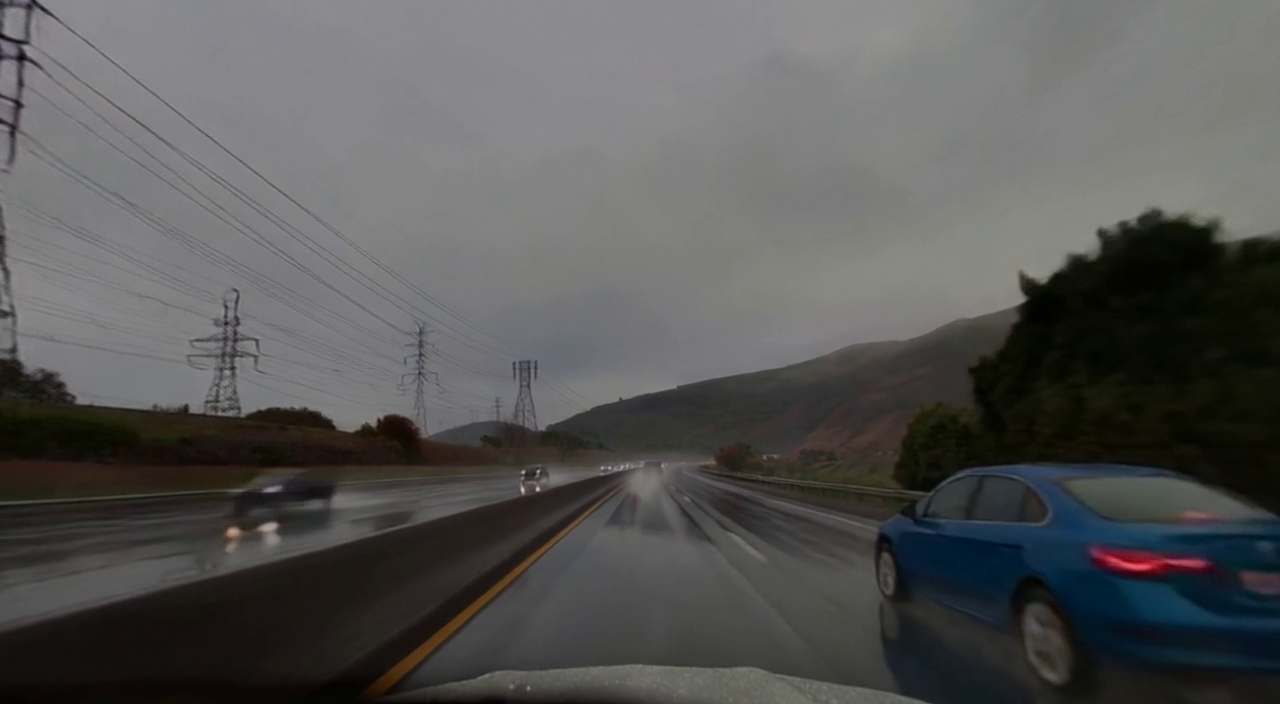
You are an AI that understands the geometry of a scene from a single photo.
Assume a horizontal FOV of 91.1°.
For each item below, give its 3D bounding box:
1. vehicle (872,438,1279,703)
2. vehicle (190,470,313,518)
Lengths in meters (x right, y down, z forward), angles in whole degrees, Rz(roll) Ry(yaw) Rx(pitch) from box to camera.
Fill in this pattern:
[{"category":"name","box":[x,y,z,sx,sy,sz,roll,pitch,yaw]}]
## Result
[{"category":"vehicle","box":[3.647,1.567,5.110,1.985,1.521,3.904,1,-10,0]},{"category":"vehicle","box":[-13.436,4.894,21.999,1.735,1.455,3.716,0,-10,3]}]
